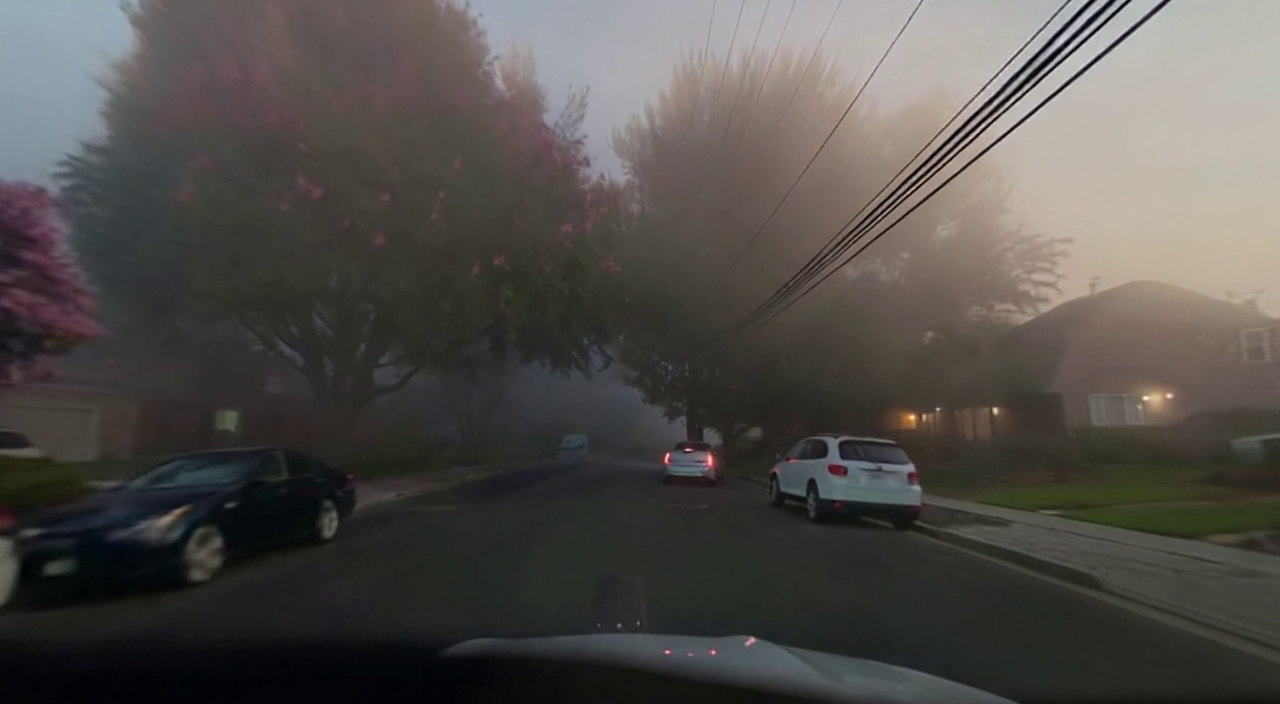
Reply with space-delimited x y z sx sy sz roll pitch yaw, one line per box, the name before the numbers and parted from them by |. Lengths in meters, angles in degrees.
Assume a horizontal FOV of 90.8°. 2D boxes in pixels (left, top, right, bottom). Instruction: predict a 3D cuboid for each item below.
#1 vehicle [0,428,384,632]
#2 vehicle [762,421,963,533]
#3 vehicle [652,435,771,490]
vehicle | -4.765 1.624 6.932 1.810 1.446 4.668 0 -8 2
vehicle | 3.811 2.224 11.842 2.103 1.679 4.386 0 -8 -1
vehicle | 2.312 3.277 19.122 2.075 1.449 4.526 -4 -9 27
